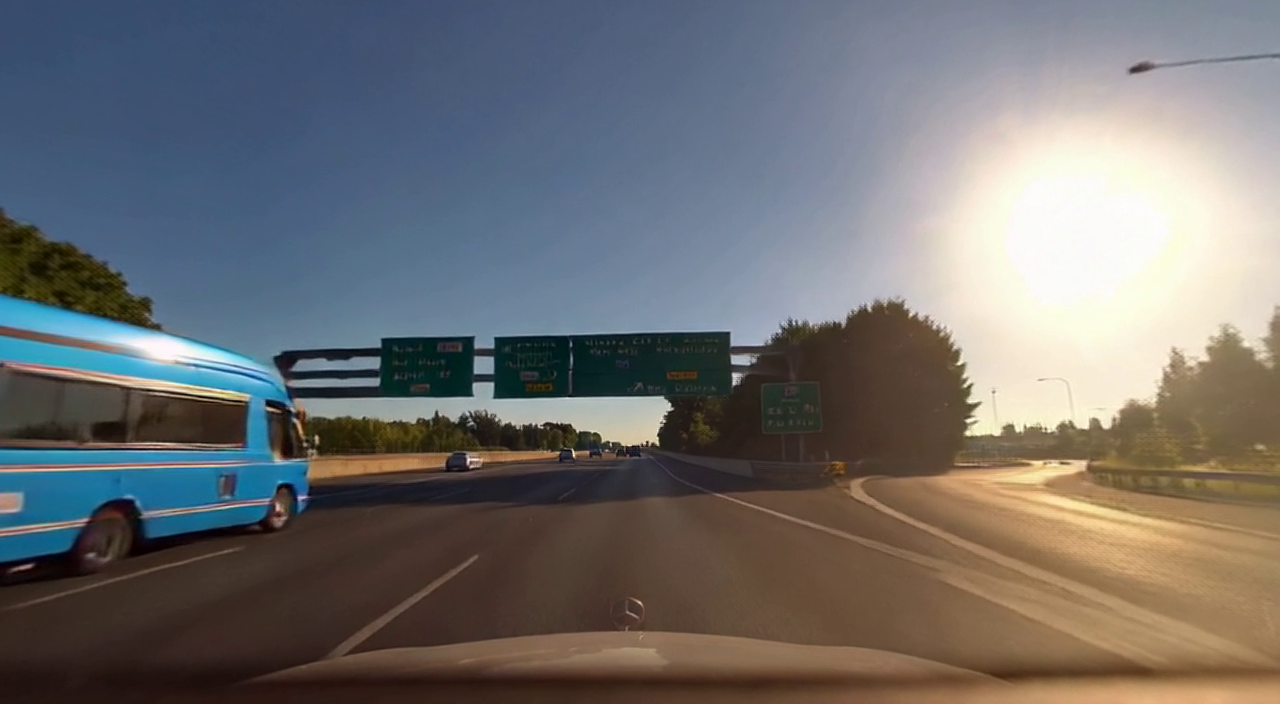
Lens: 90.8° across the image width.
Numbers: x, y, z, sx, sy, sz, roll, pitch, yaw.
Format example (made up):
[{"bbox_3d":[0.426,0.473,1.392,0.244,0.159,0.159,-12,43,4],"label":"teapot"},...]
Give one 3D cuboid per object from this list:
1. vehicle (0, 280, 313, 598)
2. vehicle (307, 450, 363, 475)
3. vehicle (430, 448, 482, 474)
[{"bbox_3d":[-7.318,1.062,7.536,2.747,2.934,7.411,0,-8,0],"label":"vehicle"},{"bbox_3d":[-19.286,6.977,40.044,1.796,1.472,3.528,0,-8,0],"label":"vehicle"},{"bbox_3d":[-11.383,6.745,39.317,1.981,1.503,4.207,0,-8,1],"label":"vehicle"}]
